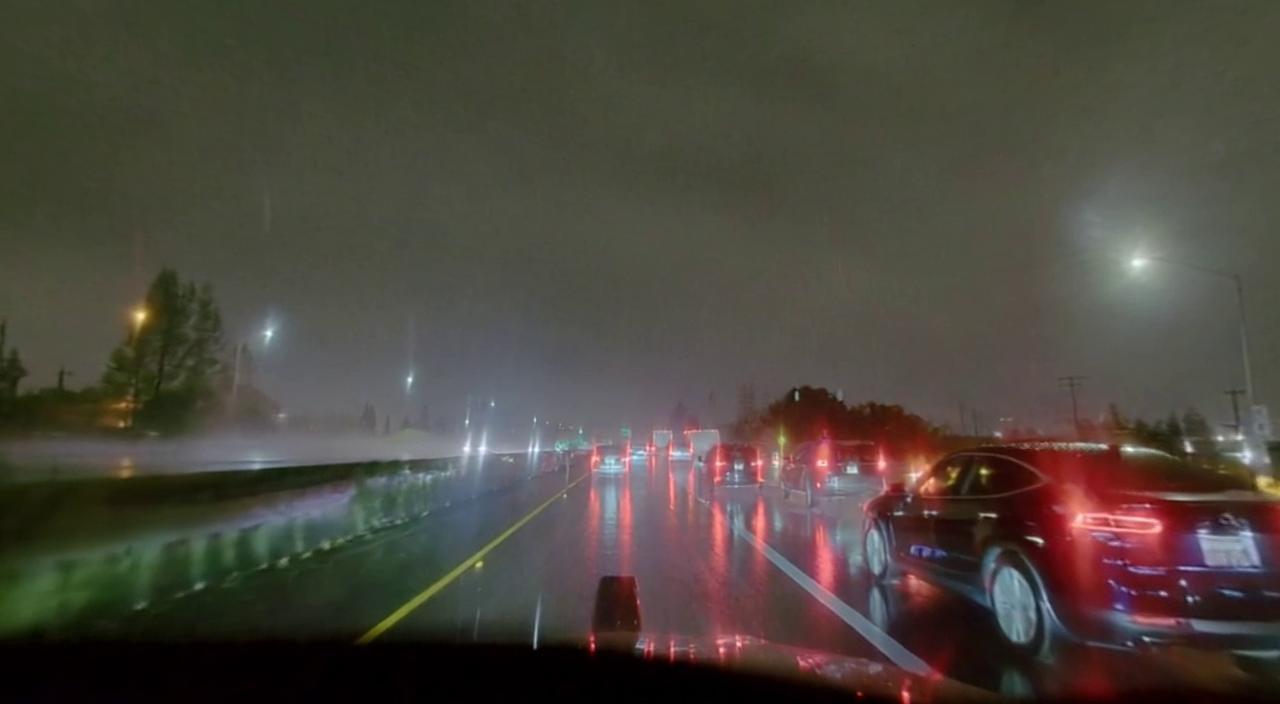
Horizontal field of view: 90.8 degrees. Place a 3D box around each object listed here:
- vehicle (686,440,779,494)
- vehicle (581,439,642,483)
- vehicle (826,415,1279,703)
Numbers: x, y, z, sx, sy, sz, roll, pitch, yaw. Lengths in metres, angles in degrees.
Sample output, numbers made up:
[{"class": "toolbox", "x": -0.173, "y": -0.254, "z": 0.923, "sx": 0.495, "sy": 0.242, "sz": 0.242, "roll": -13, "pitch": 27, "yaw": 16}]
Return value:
[{"class": "vehicle", "x": 2.696, "y": 3.481, "z": 19.560, "sx": 2.042, "sy": 1.460, "sz": 4.451, "roll": 0, "pitch": -9, "yaw": -2}, {"class": "vehicle", "x": -0.997, "y": 4.000, "z": 23.447, "sx": 2.069, "sy": 1.470, "sz": 4.004, "roll": 0, "pitch": -8, "yaw": -1}, {"class": "vehicle", "x": 3.121, "y": 1.326, "z": 4.884, "sx": 1.996, "sy": 1.455, "sz": 4.281, "roll": 0, "pitch": -9, "yaw": -1}]
